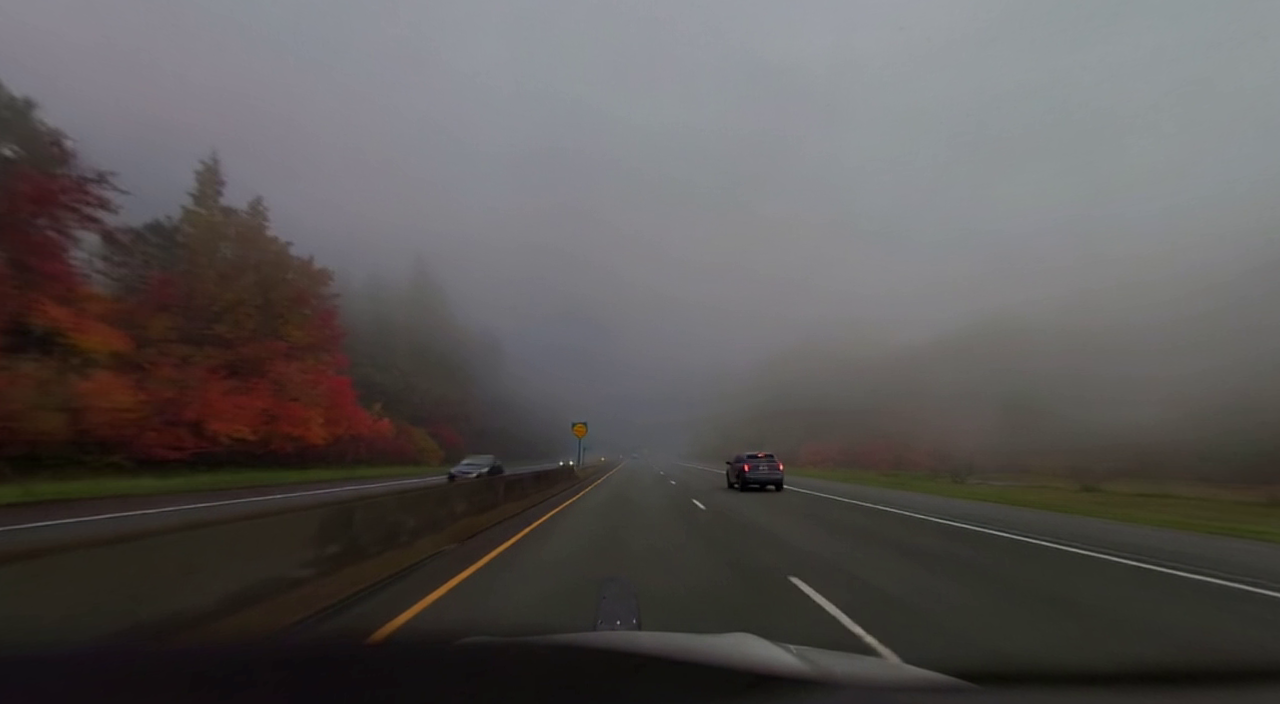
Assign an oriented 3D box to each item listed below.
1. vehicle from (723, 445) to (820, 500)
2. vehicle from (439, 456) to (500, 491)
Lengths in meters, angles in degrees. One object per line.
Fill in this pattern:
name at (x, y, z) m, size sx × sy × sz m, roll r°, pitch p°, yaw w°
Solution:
vehicle at (4.108, 3.858, 20.435) m, size 2.070 × 1.546 × 4.648 m, roll 0°, pitch -9°, yaw -1°
vehicle at (-8.375, 6.000, 31.180) m, size 1.917 × 1.535 × 4.086 m, roll 0°, pitch -9°, yaw 0°
